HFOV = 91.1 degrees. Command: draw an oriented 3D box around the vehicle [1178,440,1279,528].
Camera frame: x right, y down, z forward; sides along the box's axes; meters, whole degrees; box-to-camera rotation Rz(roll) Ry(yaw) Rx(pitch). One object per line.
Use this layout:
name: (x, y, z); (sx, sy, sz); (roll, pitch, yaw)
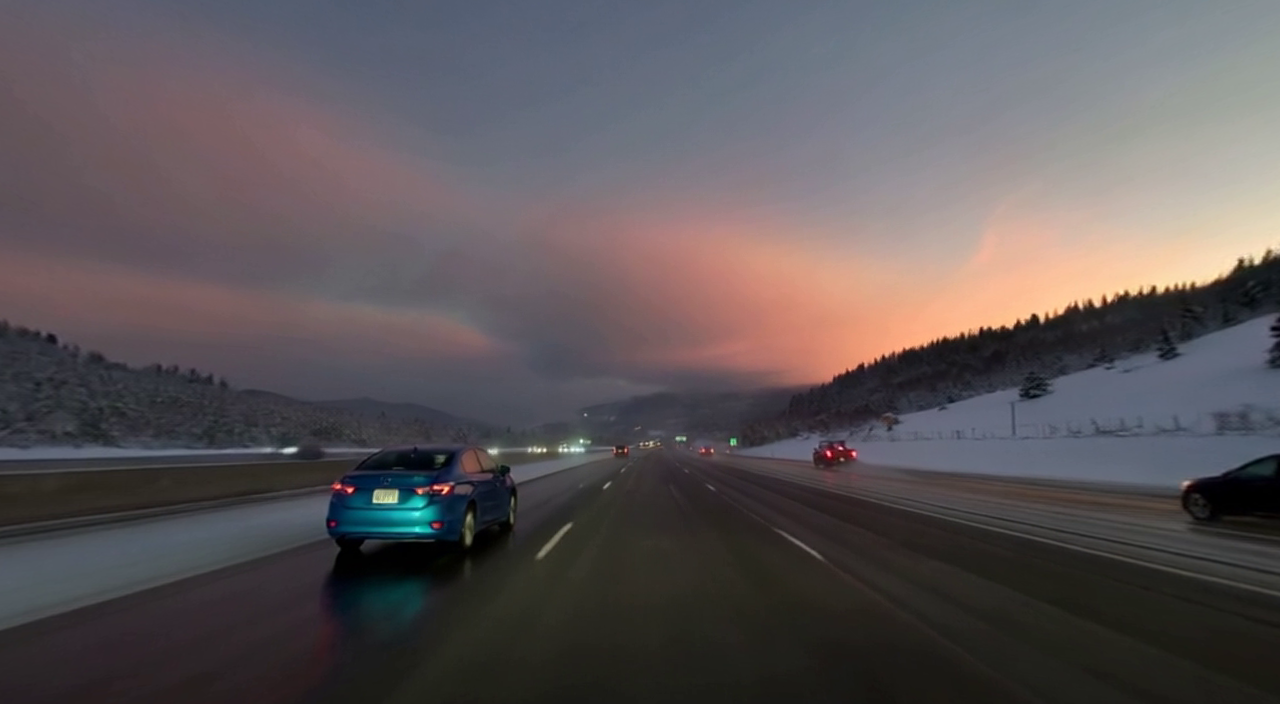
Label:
vehicle: (11.536, 2.106, 9.896); (1.982, 1.443, 4.635); (0, -9, 0)

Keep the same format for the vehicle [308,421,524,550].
vehicle: (-3.209, 1.988, 9.977); (1.967, 1.615, 3.886); (0, -9, 0)

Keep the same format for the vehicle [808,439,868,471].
vehicle: (11.726, 6.118, 37.504); (2.062, 1.736, 4.589); (0, -9, 0)

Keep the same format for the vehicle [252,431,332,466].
vehicle: (-24.765, 6.899, 44.993); (2.195, 2.267, 5.801); (0, -9, 1)
